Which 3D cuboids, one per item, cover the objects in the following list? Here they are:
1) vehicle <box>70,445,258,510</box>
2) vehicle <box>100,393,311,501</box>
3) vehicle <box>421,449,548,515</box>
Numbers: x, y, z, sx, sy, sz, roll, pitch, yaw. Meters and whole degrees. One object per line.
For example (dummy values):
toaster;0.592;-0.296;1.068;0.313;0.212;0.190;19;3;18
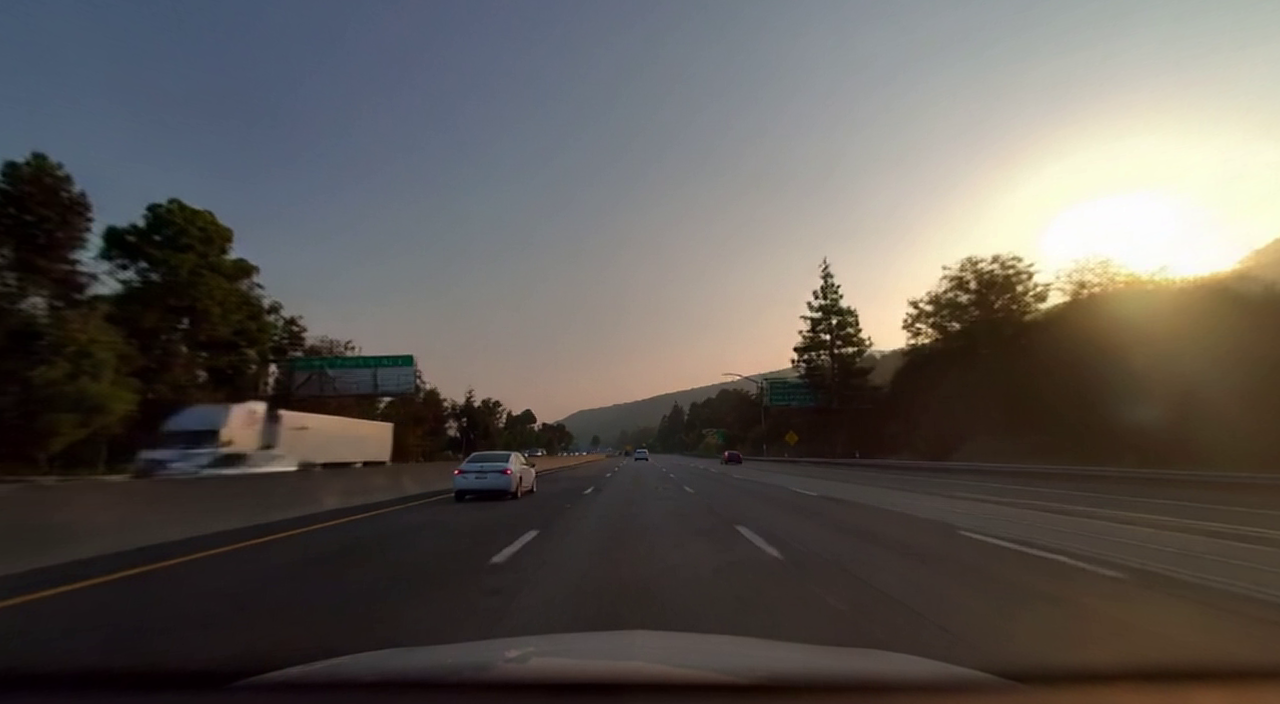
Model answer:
vehicle;-14.267;3.762;19.340;2.037;1.722;4.639;0;-9;1
vehicle;-18.490;4.221;27.904;3.039;3.989;8.730;0;-9;-1
vehicle;-3.904;3.353;16.789;2.162;1.493;4.583;0;-9;1
